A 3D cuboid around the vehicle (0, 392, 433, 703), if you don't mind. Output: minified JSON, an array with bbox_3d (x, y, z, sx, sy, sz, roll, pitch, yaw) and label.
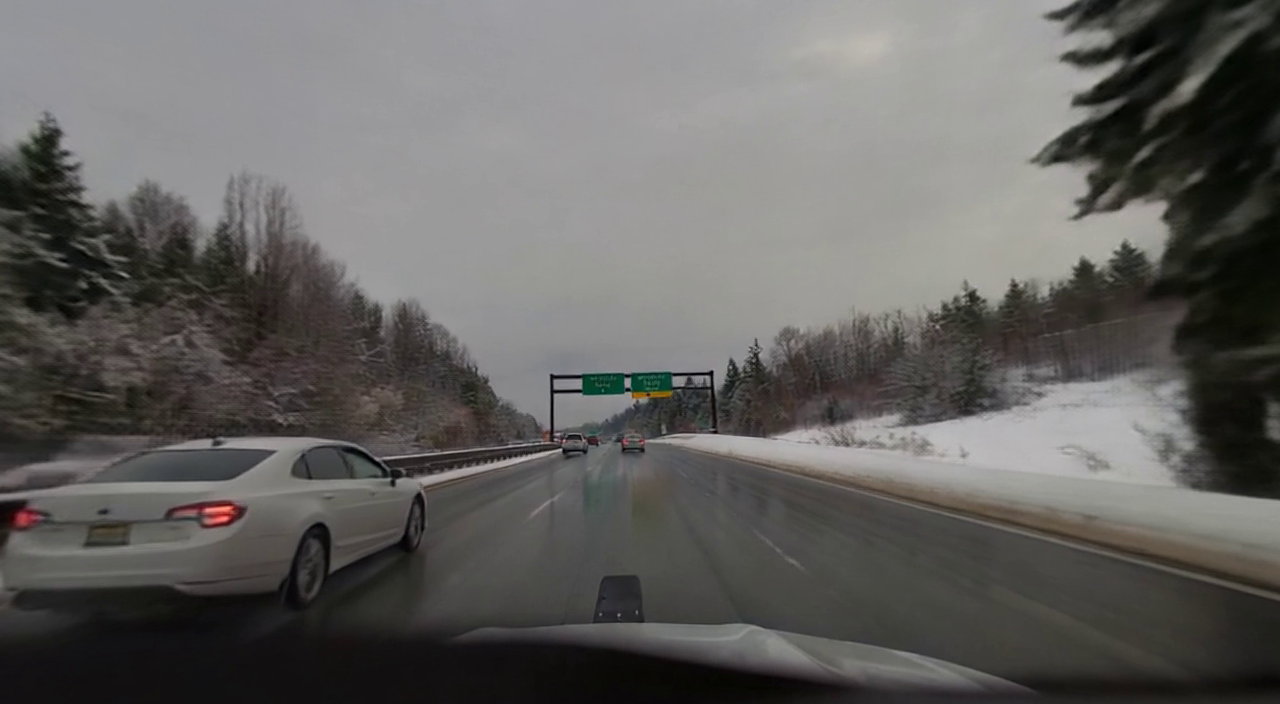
[{"bbox_3d":[-3.429,1.248,4.987,1.989,1.497,4.645,0,-8,0],"label":"vehicle"}]

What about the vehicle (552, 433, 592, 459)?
[{"bbox_3d":[-4.271,5.940,39.940,2.071,1.524,4.398,0,-8,0],"label":"vehicle"}]

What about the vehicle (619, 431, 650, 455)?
[{"bbox_3d":[-0.412,6.368,44.029,2.054,1.609,3.859,0,-8,-1],"label":"vehicle"}]
